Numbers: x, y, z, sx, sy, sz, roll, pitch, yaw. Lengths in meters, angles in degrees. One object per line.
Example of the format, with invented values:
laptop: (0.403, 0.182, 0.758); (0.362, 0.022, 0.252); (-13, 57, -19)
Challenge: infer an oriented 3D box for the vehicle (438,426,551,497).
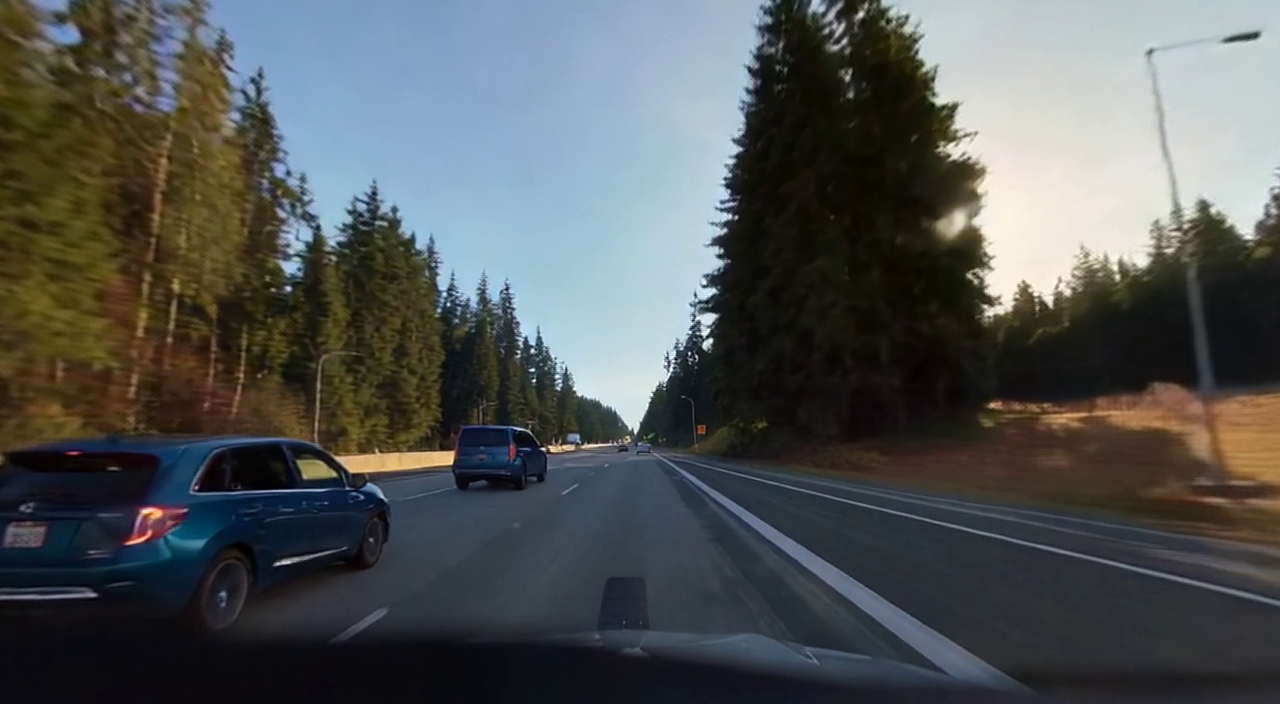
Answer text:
vehicle: (-3.954, 3.054, 18.047); (2.084, 1.752, 4.479); (0, -8, 1)
